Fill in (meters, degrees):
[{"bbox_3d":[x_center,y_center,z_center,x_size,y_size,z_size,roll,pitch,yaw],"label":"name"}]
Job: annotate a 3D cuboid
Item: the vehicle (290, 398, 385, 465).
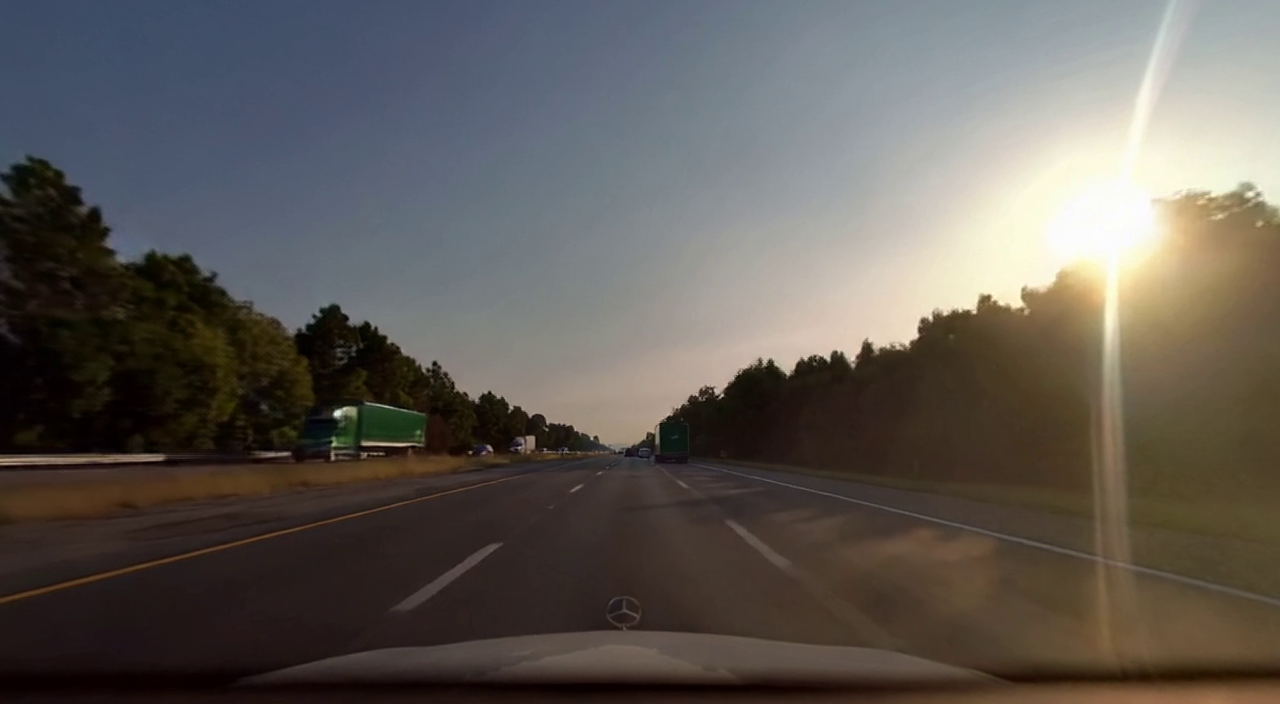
[{"bbox_3d":[-20.143,5.452,42.469,3.050,4.121,6.527,0,-9,-1],"label":"vehicle"}]
